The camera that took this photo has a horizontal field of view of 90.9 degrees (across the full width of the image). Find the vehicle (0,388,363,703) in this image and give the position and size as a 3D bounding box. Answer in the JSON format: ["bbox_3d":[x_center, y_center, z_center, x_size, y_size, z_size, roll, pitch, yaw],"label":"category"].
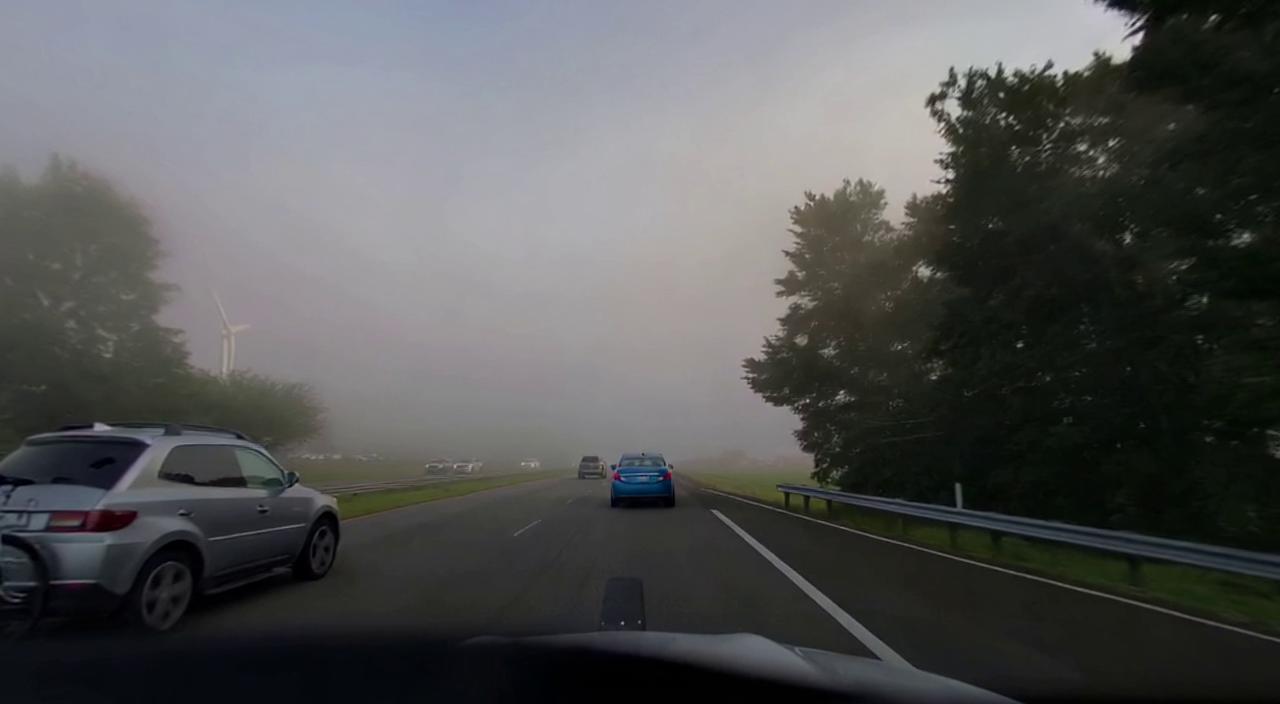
[{"bbox_3d":[-4.163,1.337,5.118,1.962,1.681,4.033,0,-9,0],"label":"vehicle"}]

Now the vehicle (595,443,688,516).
[{"bbox_3d":[0.036,3.154,16.049,2.063,1.582,3.955,0,-9,0],"label":"vehicle"}]

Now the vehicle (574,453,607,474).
[{"bbox_3d":[-3.612,8.226,46.560,2.059,1.455,4.205,0,-9,0],"label":"vehicle"}]
